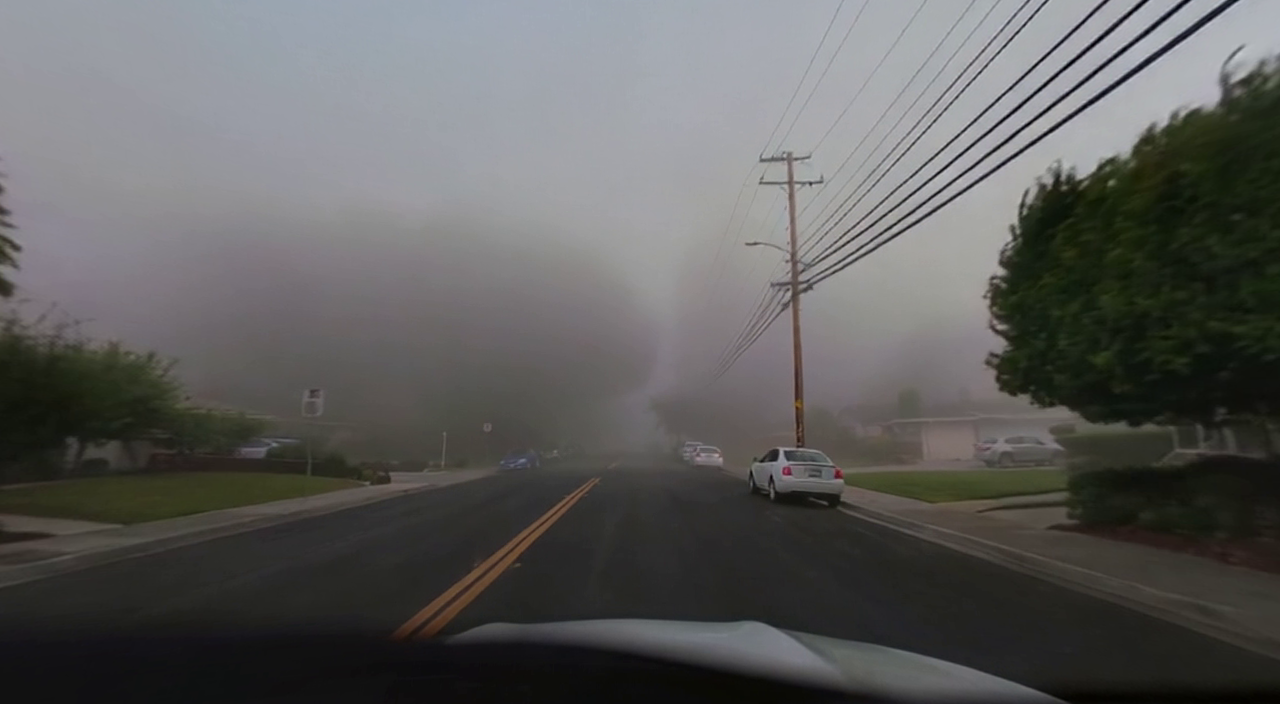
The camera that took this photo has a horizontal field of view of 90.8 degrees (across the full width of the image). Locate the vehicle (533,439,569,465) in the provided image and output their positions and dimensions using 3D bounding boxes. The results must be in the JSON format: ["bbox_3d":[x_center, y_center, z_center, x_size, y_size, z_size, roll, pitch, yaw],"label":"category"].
[{"bbox_3d":[-6.570,7.442,47.145,2.031,1.799,4.587,0,-9,-1],"label":"vehicle"}]

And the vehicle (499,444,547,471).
[{"bbox_3d":[-6.653,6.043,36.384,2.031,1.454,4.410,0,-9,-1],"label":"vehicle"}]

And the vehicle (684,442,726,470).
[{"bbox_3d":[3.480,5.660,34.479,1.763,1.432,4.323,0,-9,-1],"label":"vehicle"}]

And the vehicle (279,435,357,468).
[{"bbox_3d":[-18.021,5.600,35.607,1.925,1.750,4.489,0,-9,1],"label":"vehicle"}]

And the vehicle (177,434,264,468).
[{"bbox_3d":[-23.277,5.530,35.280,1.879,1.761,4.199,0,-9,1],"label":"vehicle"}]

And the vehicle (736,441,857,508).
[{"bbox_3d":[3.710,2.977,15.790,1.782,1.439,4.037,1,-9,-3],"label":"vehicle"}]

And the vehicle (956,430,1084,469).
[{"bbox_3d":[16.664,4.301,27.886,4.355,1.674,1.914,0,-9,0],"label":"vehicle"}]

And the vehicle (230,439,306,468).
[{"bbox_3d":[-20.418,5.613,34.908,1.791,1.500,3.846,0,-9,1],"label":"vehicle"}]
